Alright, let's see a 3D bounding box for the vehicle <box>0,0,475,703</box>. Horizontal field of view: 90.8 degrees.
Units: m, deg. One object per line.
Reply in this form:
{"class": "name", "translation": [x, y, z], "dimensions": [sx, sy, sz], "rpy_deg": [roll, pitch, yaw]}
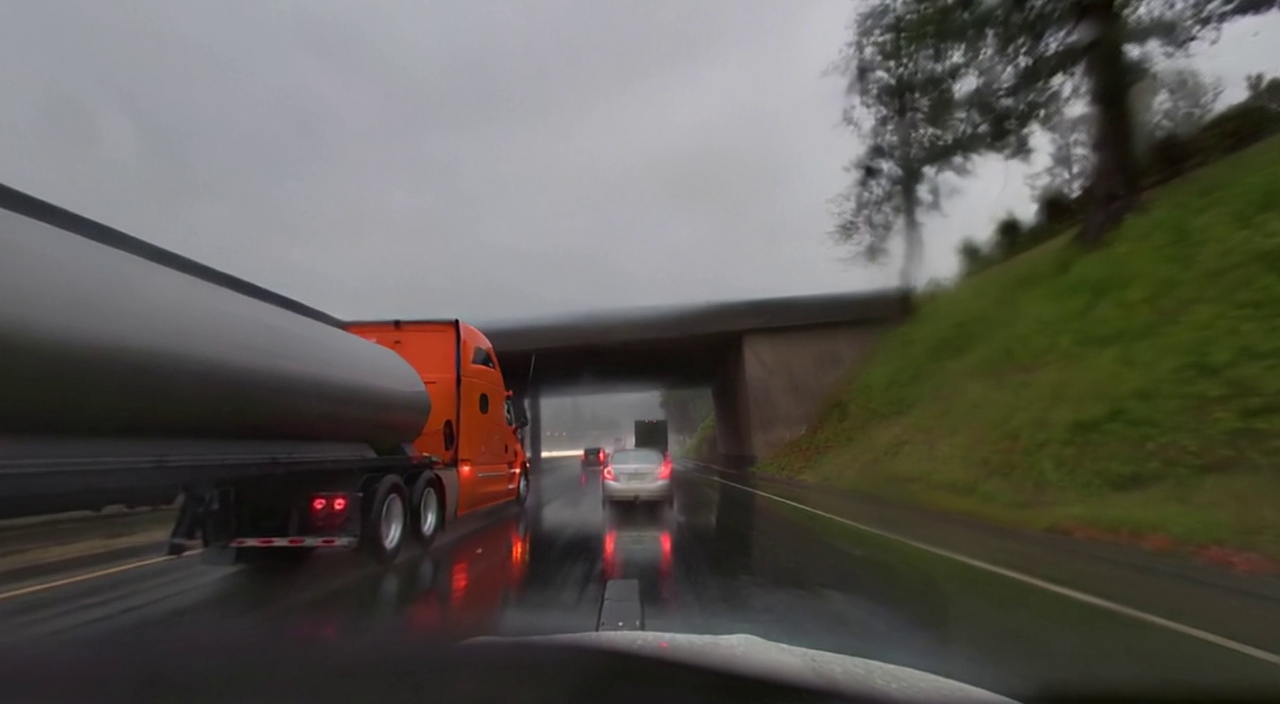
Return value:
{"class": "vehicle", "translation": [-4.275, 0.077, 2.768], "dimensions": [2.896, 3.563, 14.643], "rpy_deg": [0, -9, 1]}

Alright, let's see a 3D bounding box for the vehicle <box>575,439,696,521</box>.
{"class": "vehicle", "translation": [-0.091, 2.691, 13.798], "dimensions": [2.215, 1.481, 4.246], "rpy_deg": [0, -9, 0]}
